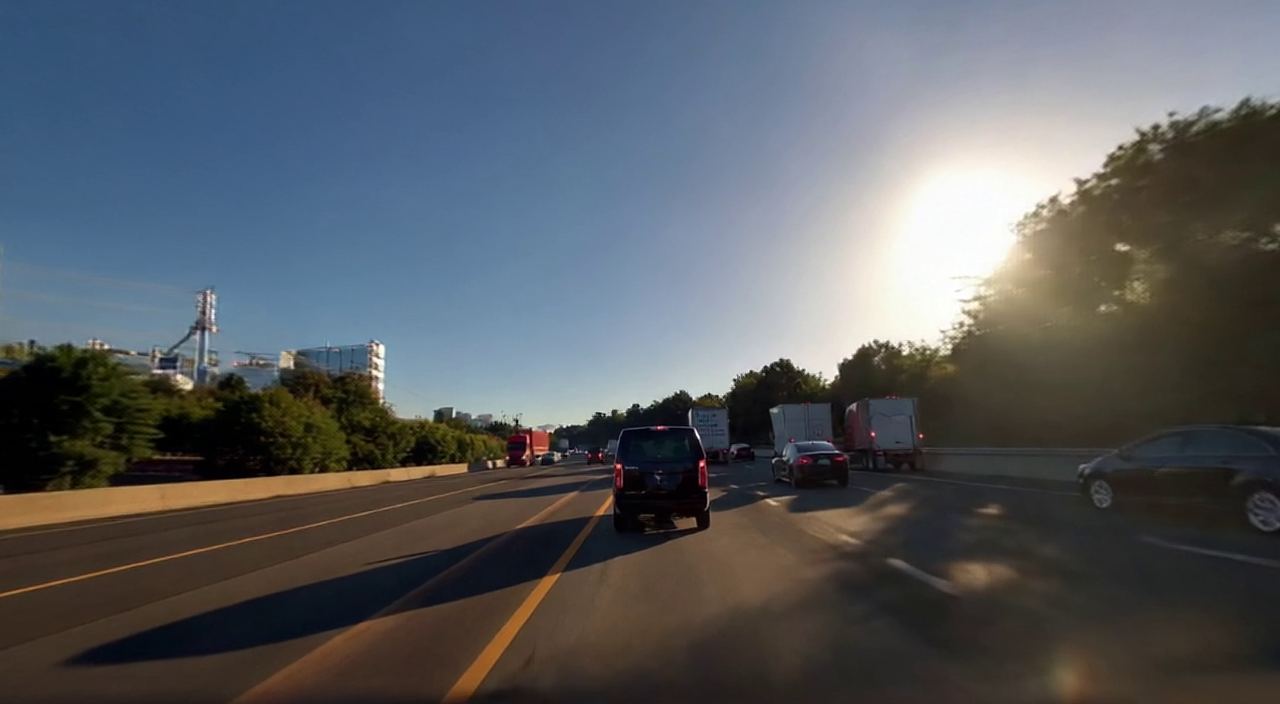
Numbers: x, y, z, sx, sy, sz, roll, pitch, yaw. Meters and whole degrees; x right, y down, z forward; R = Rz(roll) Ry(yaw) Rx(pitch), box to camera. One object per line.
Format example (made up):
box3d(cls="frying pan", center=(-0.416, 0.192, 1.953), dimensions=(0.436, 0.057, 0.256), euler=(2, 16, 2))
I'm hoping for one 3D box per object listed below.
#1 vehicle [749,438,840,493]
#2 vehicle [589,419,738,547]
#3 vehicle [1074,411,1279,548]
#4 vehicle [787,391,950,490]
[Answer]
box3d(cls="vehicle", center=(4.640, 3.459, 19.375), dimensions=(1.859, 1.512, 3.711), euler=(0, -9, 0))
box3d(cls="vehicle", center=(0.312, 1.995, 10.073), dimensions=(1.965, 1.664, 3.428), euler=(0, -9, 0))
box3d(cls="vehicle", center=(8.798, 1.768, 9.048), dimensions=(1.913, 1.652, 4.384), euler=(-1, -9, 1))
box3d(cls="vehicle", center=(8.727, 3.701, 25.888), dimensions=(2.799, 3.188, 10.578), euler=(0, -9, 0))
